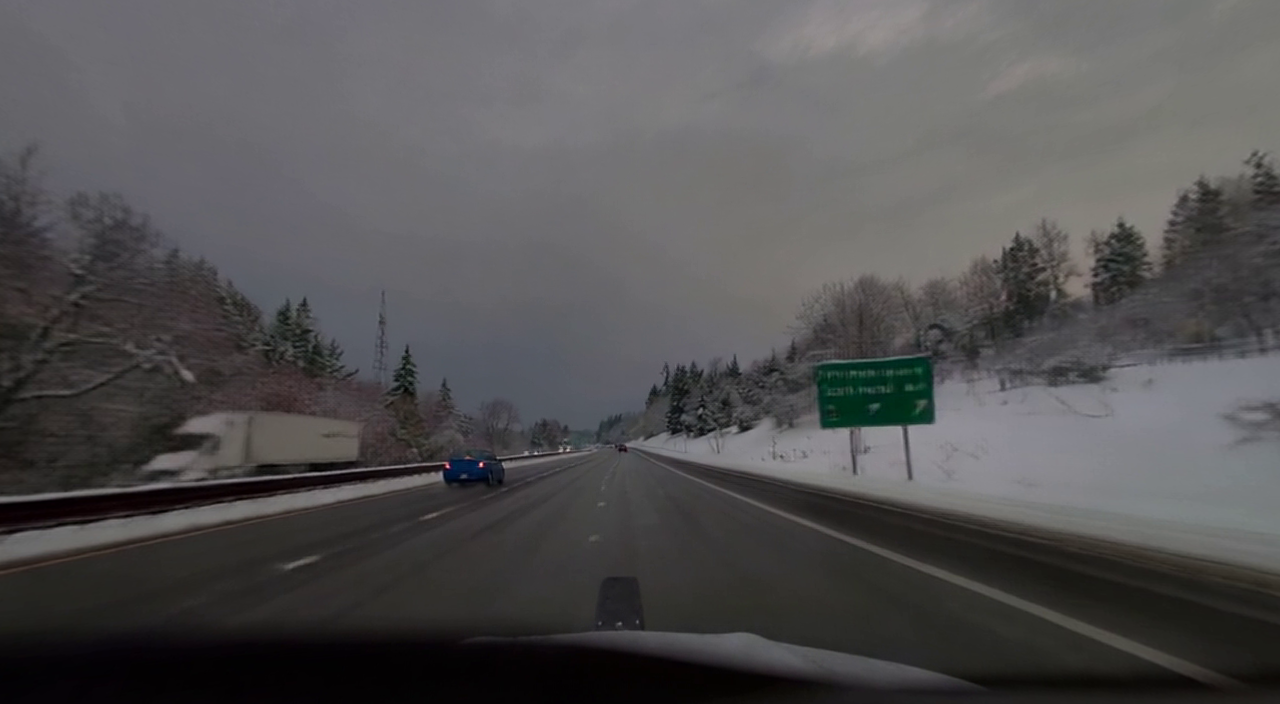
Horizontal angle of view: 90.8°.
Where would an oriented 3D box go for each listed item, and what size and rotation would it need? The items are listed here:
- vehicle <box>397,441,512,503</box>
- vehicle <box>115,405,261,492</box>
[{"bbox_3d":[-5.080,3.330,17.913,2.121,1.537,3.852,0,-8,-1],"label":"vehicle"},{"bbox_3d":[-22.577,4.869,32.057,2.928,3.915,5.990,0,-8,-2],"label":"vehicle"}]
